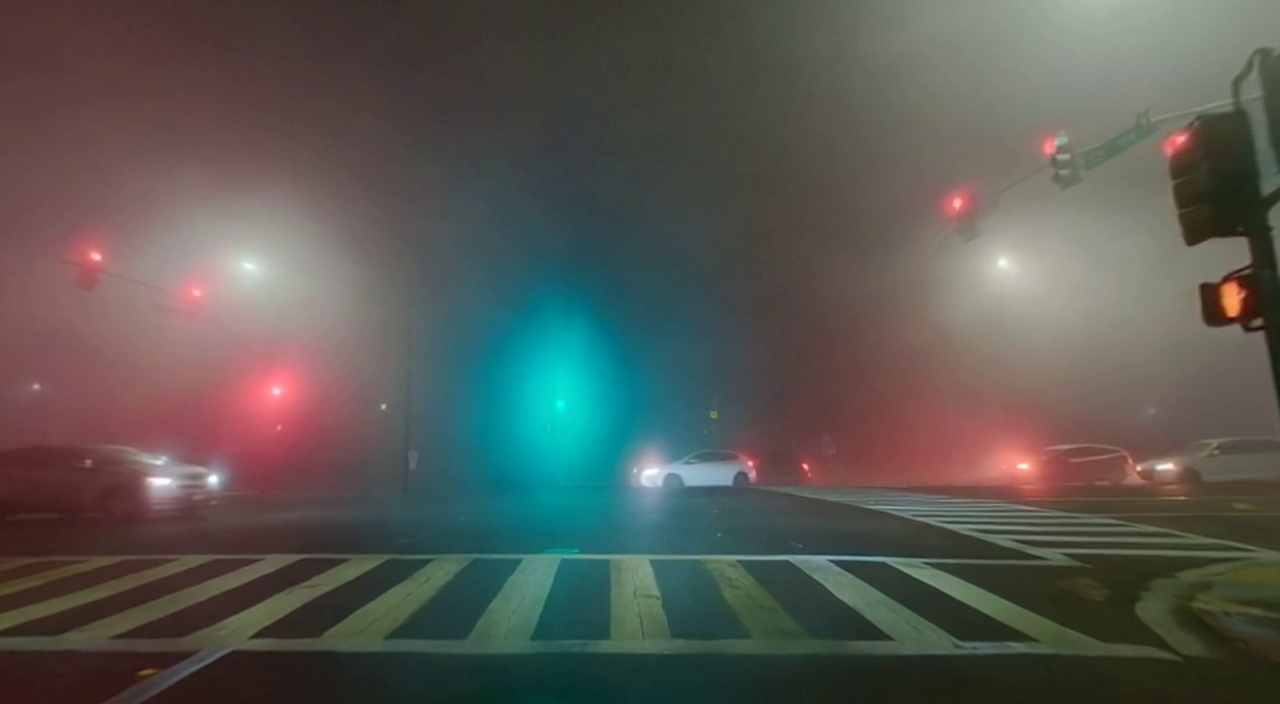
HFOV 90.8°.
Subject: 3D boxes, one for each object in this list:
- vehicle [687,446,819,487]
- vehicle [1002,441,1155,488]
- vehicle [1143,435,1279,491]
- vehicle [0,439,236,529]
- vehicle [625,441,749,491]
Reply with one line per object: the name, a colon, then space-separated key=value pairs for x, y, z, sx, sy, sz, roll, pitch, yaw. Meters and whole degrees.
vehicle: x=4.243 y=4.360 z=24.229 sx=4.705 sy=1.486 sz=1.830 roll=0 pitch=-8 yaw=0
vehicle: x=16.586 y=4.254 z=24.060 sx=4.326 sy=1.672 sz=1.903 roll=0 pitch=-8 yaw=0
vehicle: x=19.368 y=3.538 z=20.348 sx=4.510 sy=1.673 sz=2.030 roll=0 pitch=-8 yaw=0
vehicle: x=-10.380 y=2.291 z=11.278 sx=4.989 sy=1.442 sz=1.940 roll=0 pitch=-8 yaw=1
vehicle: x=1.437 y=3.658 z=20.462 sx=3.815 sy=1.504 sz=1.790 roll=0 pitch=-8 yaw=0
